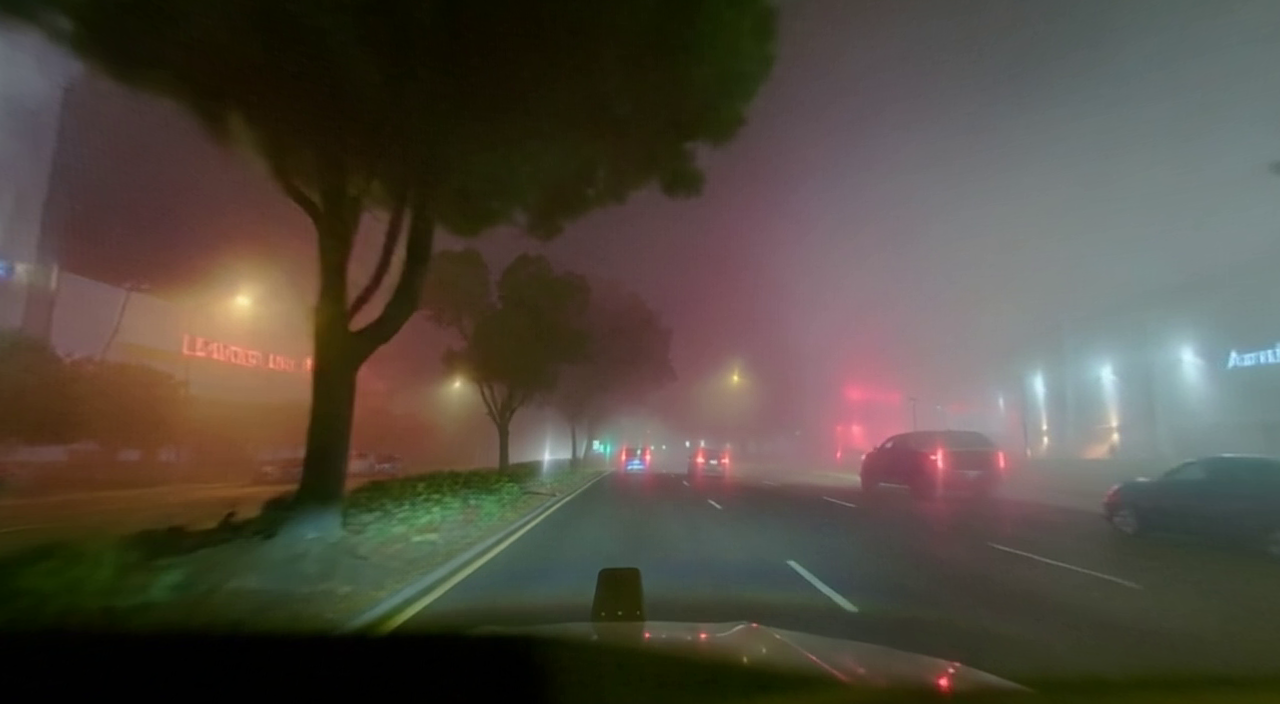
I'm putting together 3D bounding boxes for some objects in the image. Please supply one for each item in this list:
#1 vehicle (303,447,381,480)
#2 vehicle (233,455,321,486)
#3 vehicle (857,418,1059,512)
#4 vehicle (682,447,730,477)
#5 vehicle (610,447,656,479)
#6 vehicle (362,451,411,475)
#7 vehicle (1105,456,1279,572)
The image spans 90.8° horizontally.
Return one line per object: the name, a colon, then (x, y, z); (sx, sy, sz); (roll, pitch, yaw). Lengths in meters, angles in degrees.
vehicle: (-19.104, 7.148, 40.898); (2.241, 1.891, 5.637); (0, -9, 1)
vehicle: (-19.253, 6.285, 33.801); (1.874, 1.483, 4.742); (0, -9, 0)
vehicle: (10.354, 3.778, 21.791); (3.082, 2.655, 7.381); (0, -9, 0)
vehicle: (3.506, 5.901, 34.141); (1.993, 1.477, 4.240); (0, -9, -2)
vehicle: (-0.341, 5.324, 30.652); (2.101, 1.444, 4.248); (0, -9, -1)
vehicle: (-19.228, 8.436, 48.154); (2.019, 1.687, 4.484); (0, -9, -2)
vehicle: (10.511, 2.585, 10.414); (2.129, 1.645, 4.625); (0, -9, 0)
